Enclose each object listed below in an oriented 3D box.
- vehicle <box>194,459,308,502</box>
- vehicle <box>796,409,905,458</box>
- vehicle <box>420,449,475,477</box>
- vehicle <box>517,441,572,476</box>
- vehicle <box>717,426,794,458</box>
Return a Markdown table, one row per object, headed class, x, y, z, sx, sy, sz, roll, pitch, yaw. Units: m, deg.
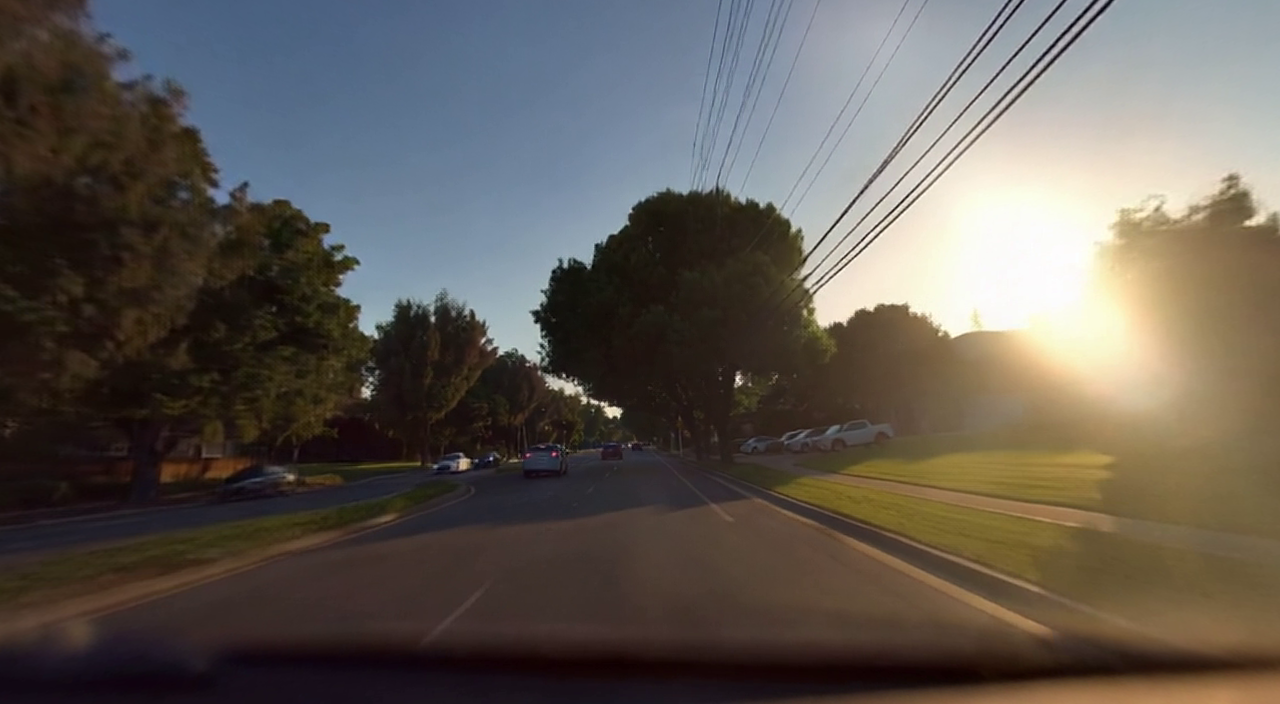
| class | x | y | z | sx | sy | sz | roll | pitch | yaw |
| --- | --- | --- | --- | --- | --- | --- | --- | --- | --- |
| vehicle | -15.980 | 5.261 | 26.217 | 1.890 | 1.490 | 4.494 | -1 | -8 | 0 |
| vehicle | 10.786 | 4.249 | 32.601 | 4.610 | 1.853 | 2.265 | -7 | -9 | -3 |
| vehicle | -11.203 | 6.448 | 36.933 | 2.048 | 1.481 | 4.543 | 0 | -8 | -4 |
| vehicle | -4.369 | 4.953 | 29.504 | 2.084 | 1.466 | 4.522 | 0 | -8 | -3 |
| vehicle | 8.238 | 6.467 | 45.261 | 4.840 | 1.583 | 2.324 | -8 | -9 | -3 |
